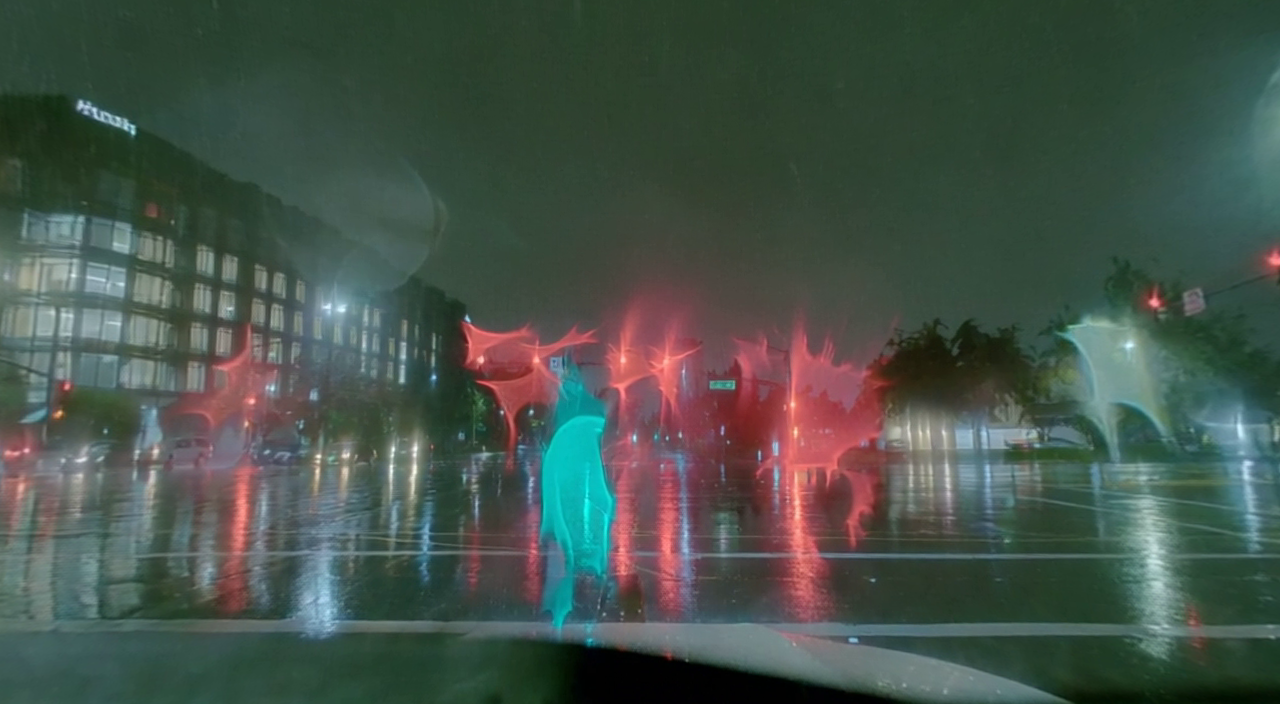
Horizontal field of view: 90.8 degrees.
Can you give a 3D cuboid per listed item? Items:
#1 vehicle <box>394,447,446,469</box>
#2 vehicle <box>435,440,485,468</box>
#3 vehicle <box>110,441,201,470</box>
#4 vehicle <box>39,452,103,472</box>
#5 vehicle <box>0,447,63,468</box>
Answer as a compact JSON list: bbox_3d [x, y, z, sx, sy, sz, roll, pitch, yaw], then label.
[{"bbox_3d":[-15.507,7.450,44.808,2.056,1.450,4.343,0,-8,0],"label":"vehicle"},{"bbox_3d":[-11.959,6.799,42.326,2.080,1.763,4.341,0,-8,0],"label":"vehicle"},{"bbox_3d":[-34.910,7.418,45.738,2.204,1.955,5.518,0,-8,0],"label":"vehicle"},{"bbox_3d":[-41.594,8.020,46.272,1.552,1.339,3.340,-2,-9,-1],"label":"vehicle"},{"bbox_3d":[-45.264,7.759,46.603,1.858,1.467,3.624,0,-8,0],"label":"vehicle"}]
